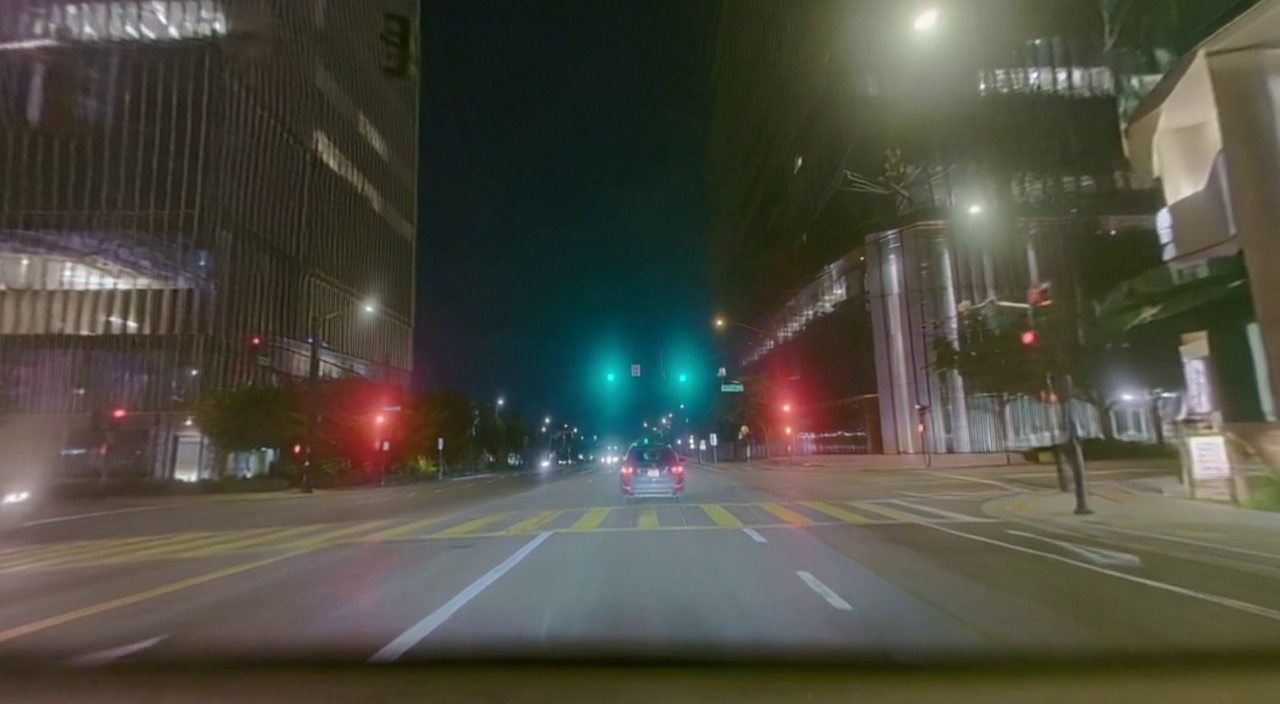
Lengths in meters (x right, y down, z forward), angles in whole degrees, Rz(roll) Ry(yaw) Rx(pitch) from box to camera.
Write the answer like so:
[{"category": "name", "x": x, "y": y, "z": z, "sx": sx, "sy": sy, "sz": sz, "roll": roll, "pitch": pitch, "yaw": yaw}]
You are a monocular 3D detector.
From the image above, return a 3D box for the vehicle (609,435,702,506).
[{"category": "vehicle", "x": 0.326, "y": 3.115, "z": 16.970, "sx": 2.184, "sy": 1.640, "sz": 4.086, "roll": 0, "pitch": -9, "yaw": -1}]
